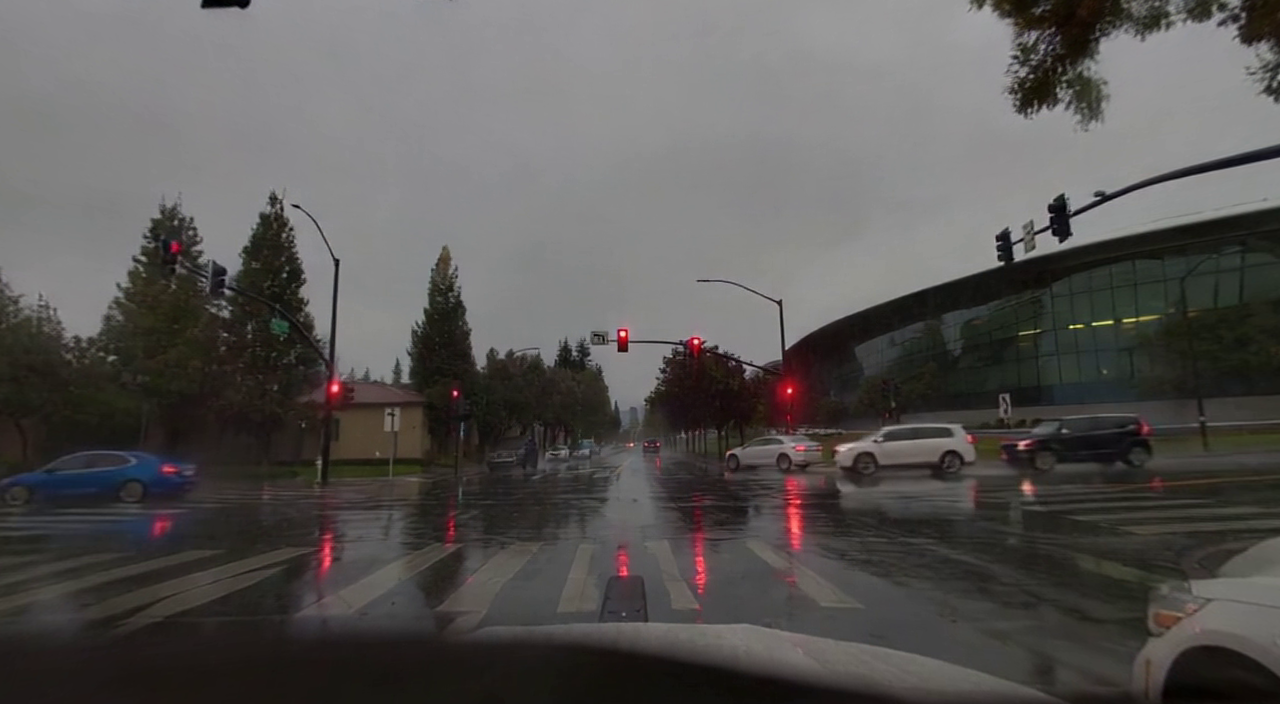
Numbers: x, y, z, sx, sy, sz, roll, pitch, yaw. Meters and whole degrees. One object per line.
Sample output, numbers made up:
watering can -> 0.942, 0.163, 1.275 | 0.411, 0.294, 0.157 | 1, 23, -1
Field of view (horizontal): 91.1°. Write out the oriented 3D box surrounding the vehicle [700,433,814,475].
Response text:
vehicle -> 4.928, 4.338, 27.028 | 2.053, 1.625, 4.551 | 6, -11, -38

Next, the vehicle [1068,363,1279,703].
vehicle -> 2.884, 0.673, 0.833 | 1.947, 1.576, 3.825 | 0, -8, 1

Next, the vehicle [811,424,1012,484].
vehicle -> 7.083, 2.708, 16.759 | 4.464, 1.472, 1.867 | 0, -8, 0

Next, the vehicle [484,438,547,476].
vehicle -> -5.941, 5.065, 30.542 | 2.115, 1.690, 4.322 | 0, -8, 1

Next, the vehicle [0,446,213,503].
vehicle -> -14.817, 3.330, 17.332 | 4.613, 1.443, 1.883 | 0, -8, -1
